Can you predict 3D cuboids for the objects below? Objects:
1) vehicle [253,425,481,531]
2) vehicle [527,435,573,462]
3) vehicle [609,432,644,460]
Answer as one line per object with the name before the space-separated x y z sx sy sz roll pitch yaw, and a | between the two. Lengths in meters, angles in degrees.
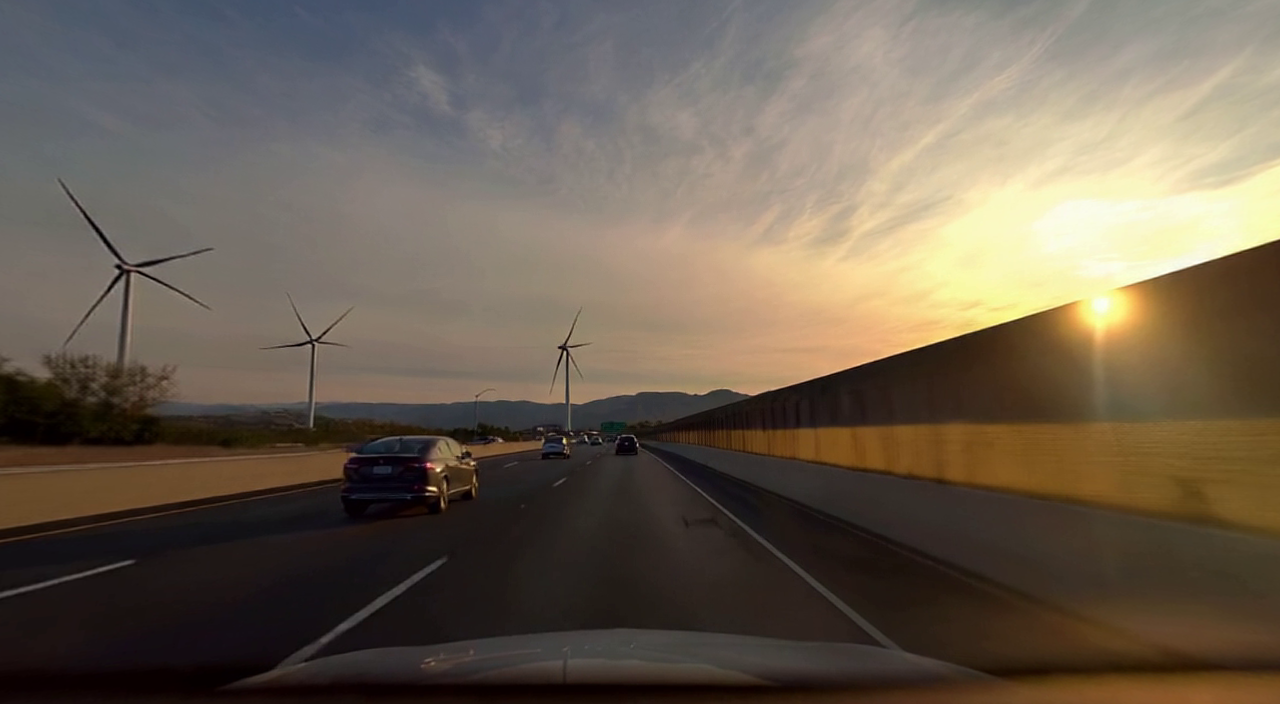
vehicle | -4.389 2.075 11.143 1.998 1.468 4.635 0 -8 -1
vehicle | -4.958 5.367 35.284 2.059 1.436 3.802 0 -8 -1
vehicle | -0.831 5.687 38.282 2.027 1.550 3.607 0 -8 -1
